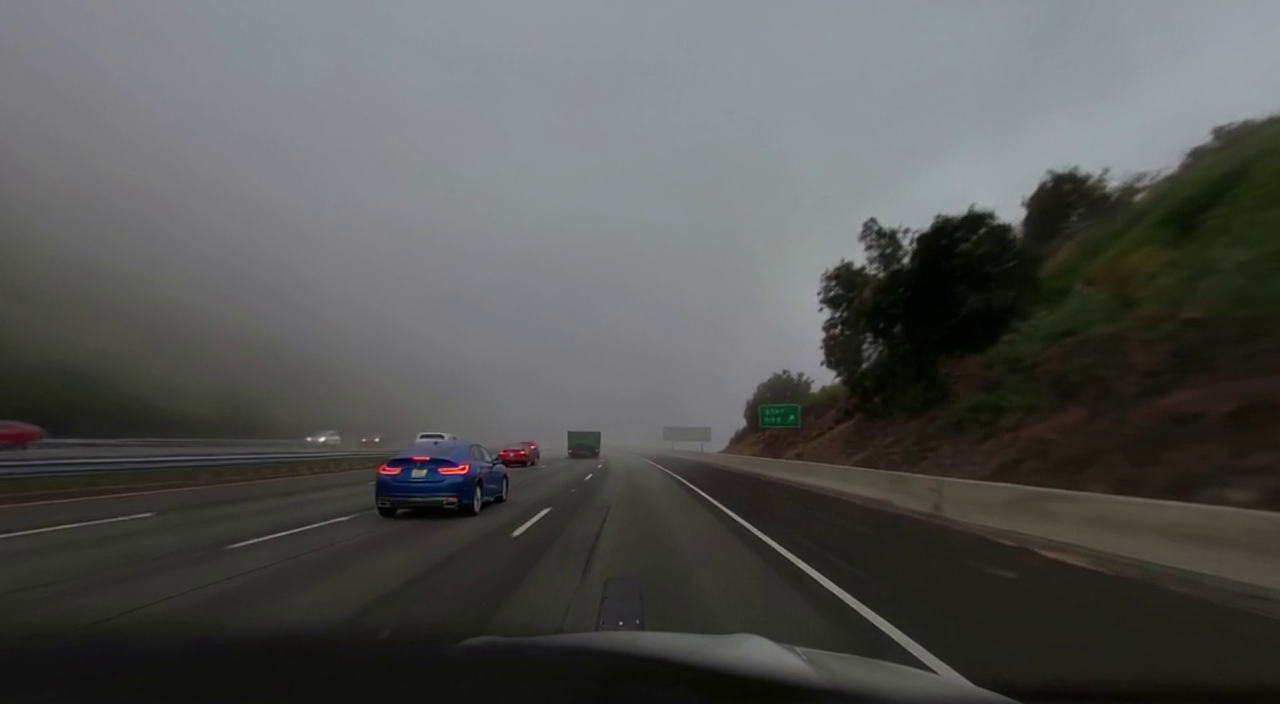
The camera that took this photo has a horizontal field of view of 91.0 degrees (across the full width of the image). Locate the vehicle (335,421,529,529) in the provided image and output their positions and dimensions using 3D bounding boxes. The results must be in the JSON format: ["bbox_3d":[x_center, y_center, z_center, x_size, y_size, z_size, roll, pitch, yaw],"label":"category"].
[{"bbox_3d":[-3.735,2.313,12.417,2.180,1.685,4.668,0,-9,0],"label":"vehicle"}]
